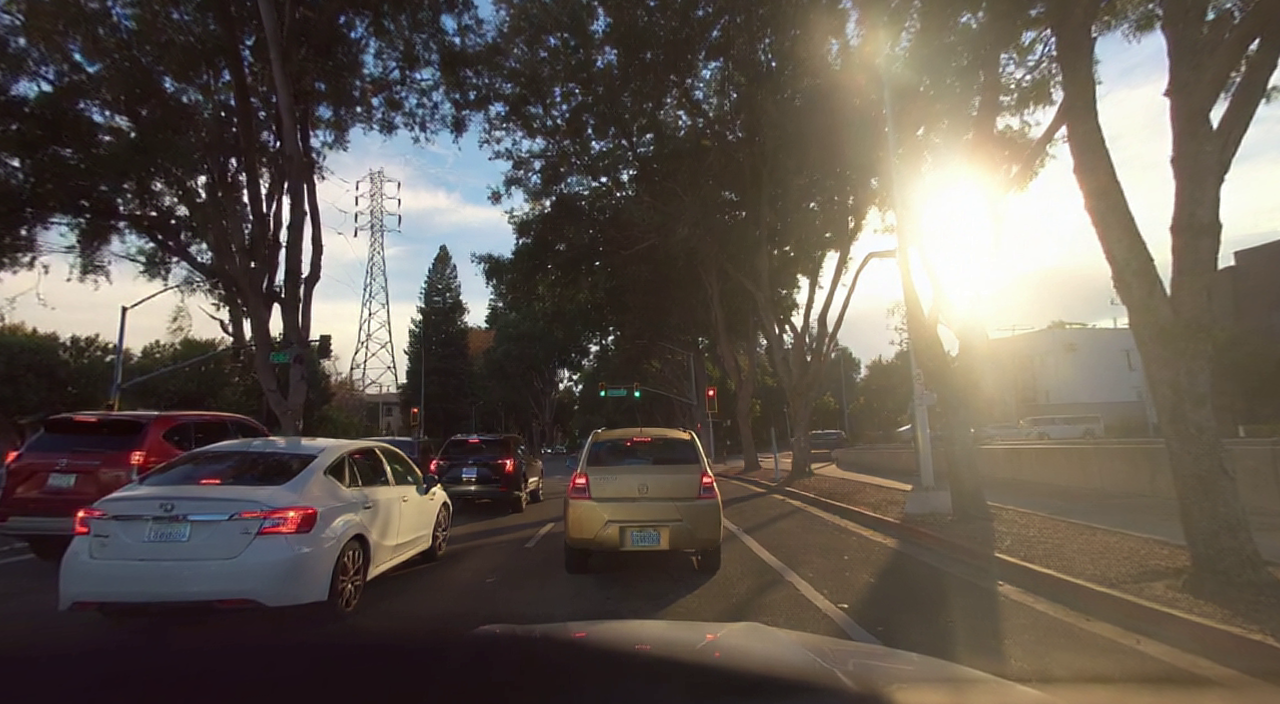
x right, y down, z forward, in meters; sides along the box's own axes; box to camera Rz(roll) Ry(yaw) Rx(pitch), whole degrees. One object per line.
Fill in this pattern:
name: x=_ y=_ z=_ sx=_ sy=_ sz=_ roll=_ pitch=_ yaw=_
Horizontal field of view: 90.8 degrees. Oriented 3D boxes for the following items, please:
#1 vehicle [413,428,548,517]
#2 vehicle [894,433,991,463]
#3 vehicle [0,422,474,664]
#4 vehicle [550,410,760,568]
vehicle: x=-3.255 y=2.532 z=13.751 sx=1.997 sy=1.636 sz=3.760 roll=0 pitch=-8 yaw=-1
vehicle: x=15.104 y=4.804 z=31.710 sx=3.858 sy=1.437 sz=1.899 roll=0 pitch=-8 yaw=-4
vehicle: x=-3.167 y=1.508 z=6.194 sx=1.973 sy=1.469 sz=4.448 roll=0 pitch=-8 yaw=-1
vehicle: x=0.089 y=1.771 z=8.931 sx=2.239 sy=1.661 sz=4.224 roll=0 pitch=-8 yaw=-2
